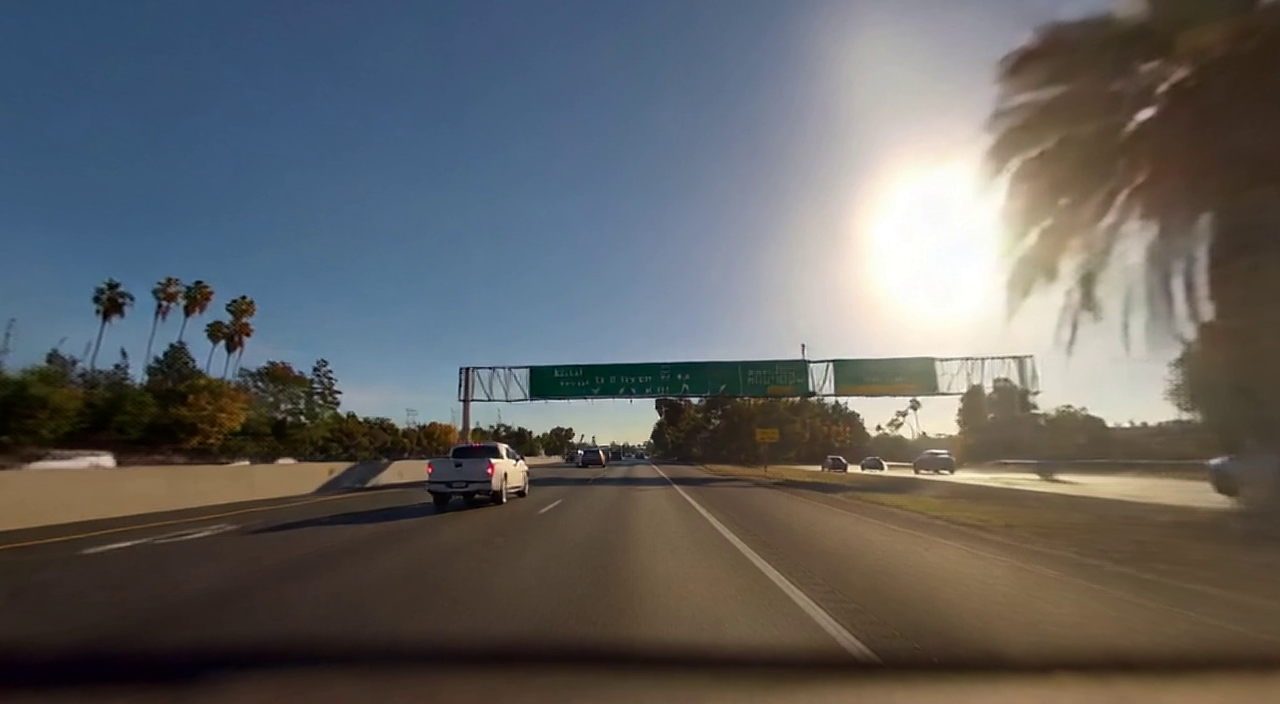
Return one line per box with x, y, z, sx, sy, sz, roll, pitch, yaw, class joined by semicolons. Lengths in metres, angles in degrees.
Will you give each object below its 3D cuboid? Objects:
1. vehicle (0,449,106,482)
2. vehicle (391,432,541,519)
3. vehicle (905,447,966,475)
-32.205;6.156;34.476;1.786;1.680;4.588;0;-9;2;vehicle
-3.910;2.865;15.213;2.162;1.747;4.791;0;-9;1;vehicle
20.329;7.504;43.542;2.033;1.794;5.116;-1;-9;4;vehicle
